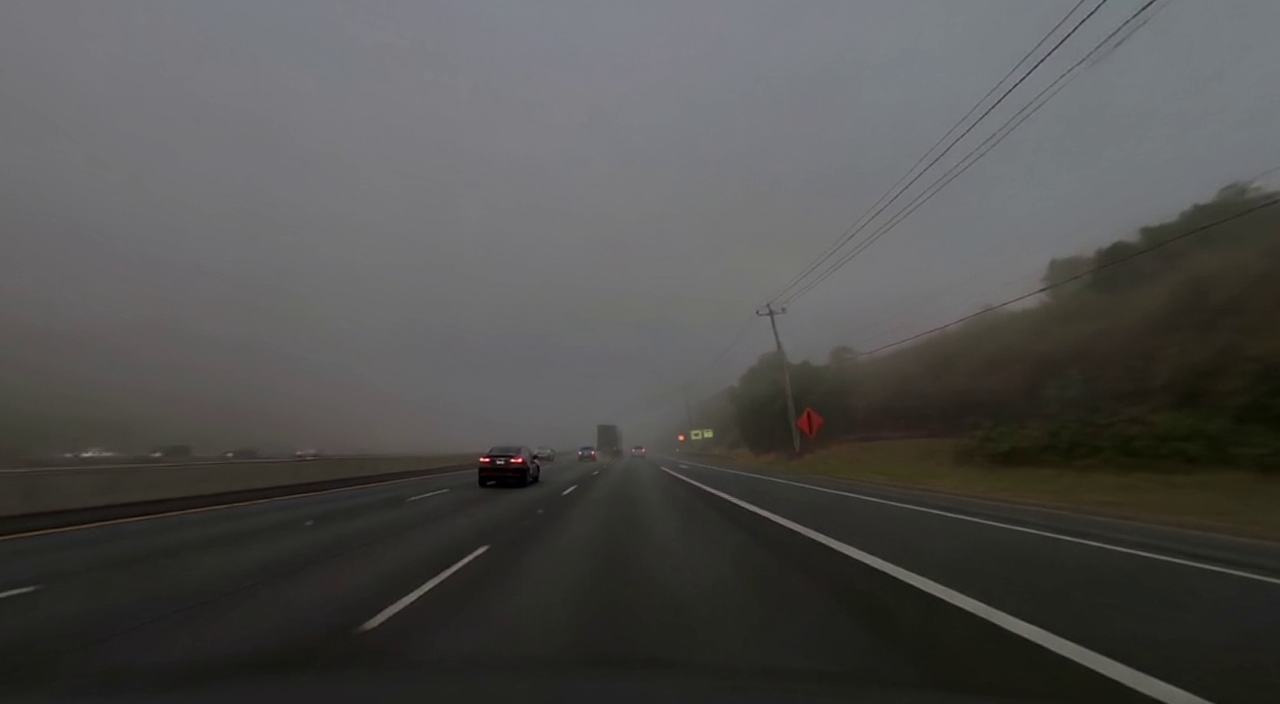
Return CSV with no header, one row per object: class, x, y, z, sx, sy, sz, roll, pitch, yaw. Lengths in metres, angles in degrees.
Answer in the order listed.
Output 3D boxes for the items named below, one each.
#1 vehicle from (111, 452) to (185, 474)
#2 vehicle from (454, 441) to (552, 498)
vehicle,-35.325,7.933,45.513,1.854,1.467,4.391,0,-9,0
vehicle,-4.016,3.515,19.331,1.963,1.533,4.477,0,-9,0
